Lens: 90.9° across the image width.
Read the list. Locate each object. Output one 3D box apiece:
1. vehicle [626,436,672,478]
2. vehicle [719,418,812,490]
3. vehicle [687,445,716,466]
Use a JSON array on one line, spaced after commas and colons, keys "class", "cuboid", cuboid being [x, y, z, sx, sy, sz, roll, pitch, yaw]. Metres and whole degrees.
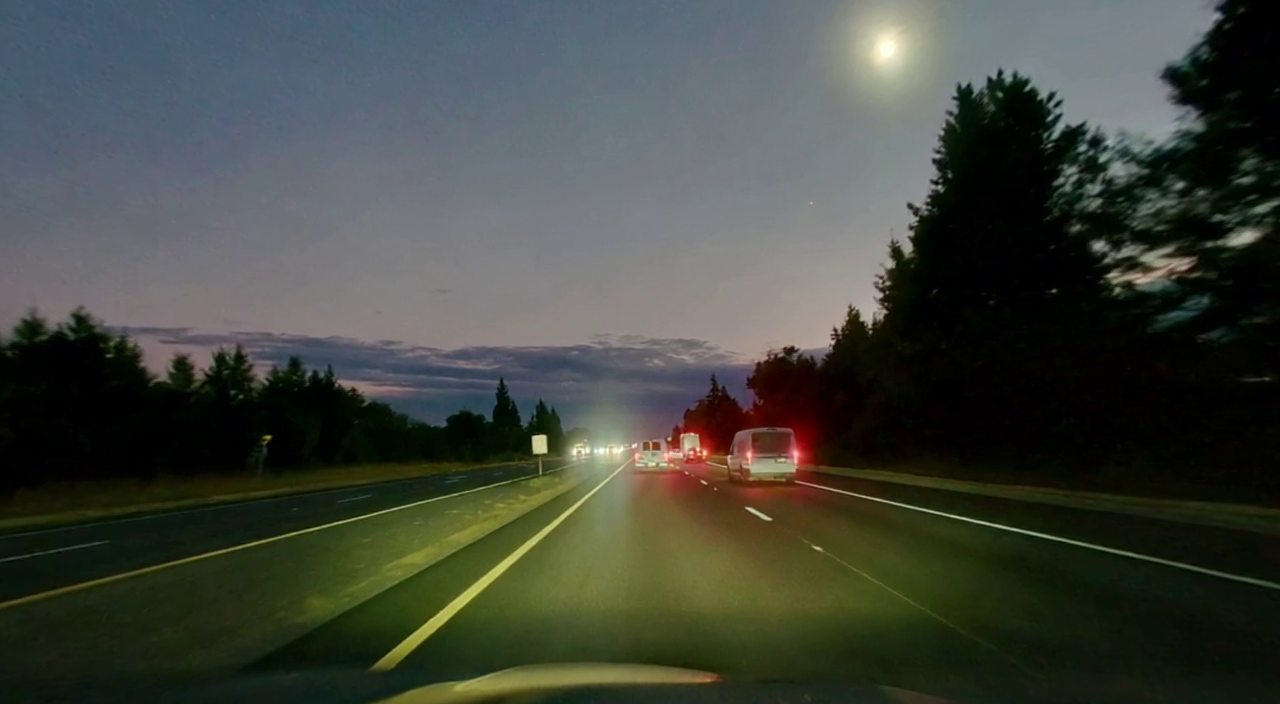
[{"class": "vehicle", "cuboid": [0.431, 5.190, 31.443, 2.143, 1.925, 4.101, 0, -9, 0]}, {"class": "vehicle", "cuboid": [4.323, 3.644, 22.686, 2.232, 2.290, 4.720, 0, -9, -2]}, {"class": "vehicle", "cuboid": [4.756, 8.047, 49.080, 1.868, 1.566, 3.509, 0, -9, -1]}]
